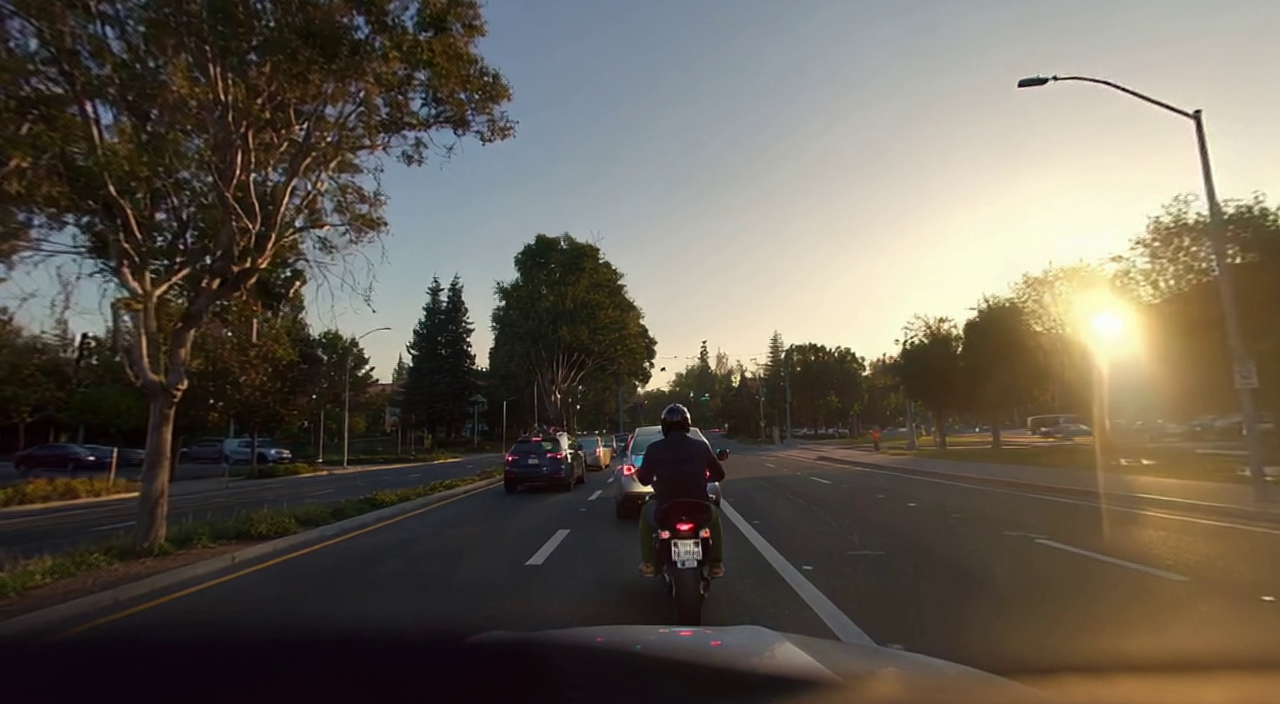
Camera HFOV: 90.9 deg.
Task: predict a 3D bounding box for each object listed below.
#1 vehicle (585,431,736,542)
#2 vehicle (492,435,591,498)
[{"bbox_3d":[0.343,2.134,10.771,2.009,1.450,4.608,-1,-8,2],"label":"vehicle"},{"bbox_3d":[-2.561,3.084,17.396,1.979,1.499,3.840,-1,-8,2],"label":"vehicle"}]
